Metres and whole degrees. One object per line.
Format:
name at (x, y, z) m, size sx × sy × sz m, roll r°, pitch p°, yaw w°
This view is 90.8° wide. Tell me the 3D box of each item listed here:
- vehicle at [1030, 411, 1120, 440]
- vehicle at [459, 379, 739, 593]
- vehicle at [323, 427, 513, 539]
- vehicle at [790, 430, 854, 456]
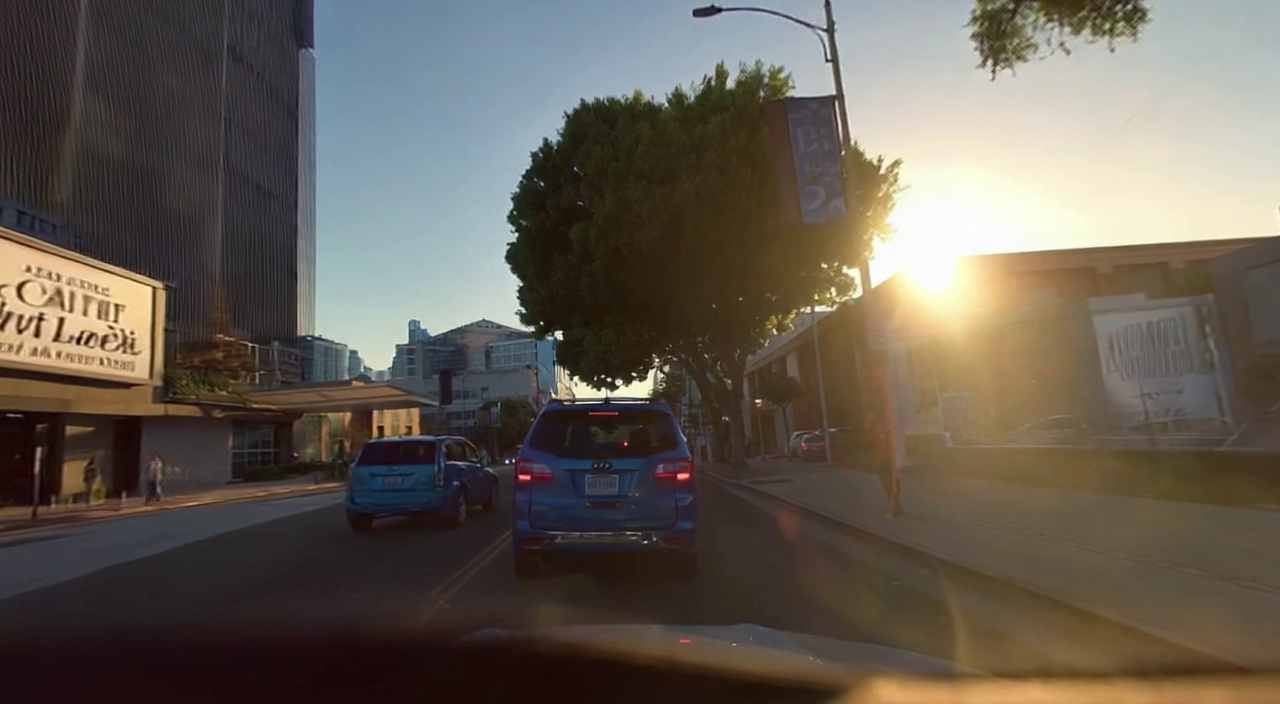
vehicle at (24.470, 4.163, 35.634) m, size 3.826 × 1.544 × 1.754 m, roll 1°, pitch -9°, yaw -5°
vehicle at (-0.437, 1.534, 8.020) m, size 2.531 × 1.930 × 4.382 m, roll 0°, pitch -8°, yaw -2°
vehicle at (-3.781, 2.292, 11.767) m, size 1.971 × 1.658 × 4.428 m, roll 0°, pitch -8°, yaw -1°
vehicle at (10.621, 5.291, 36.787) m, size 1.877 × 1.416 × 3.965 m, roll -8°, pitch -12°, yaw 44°
